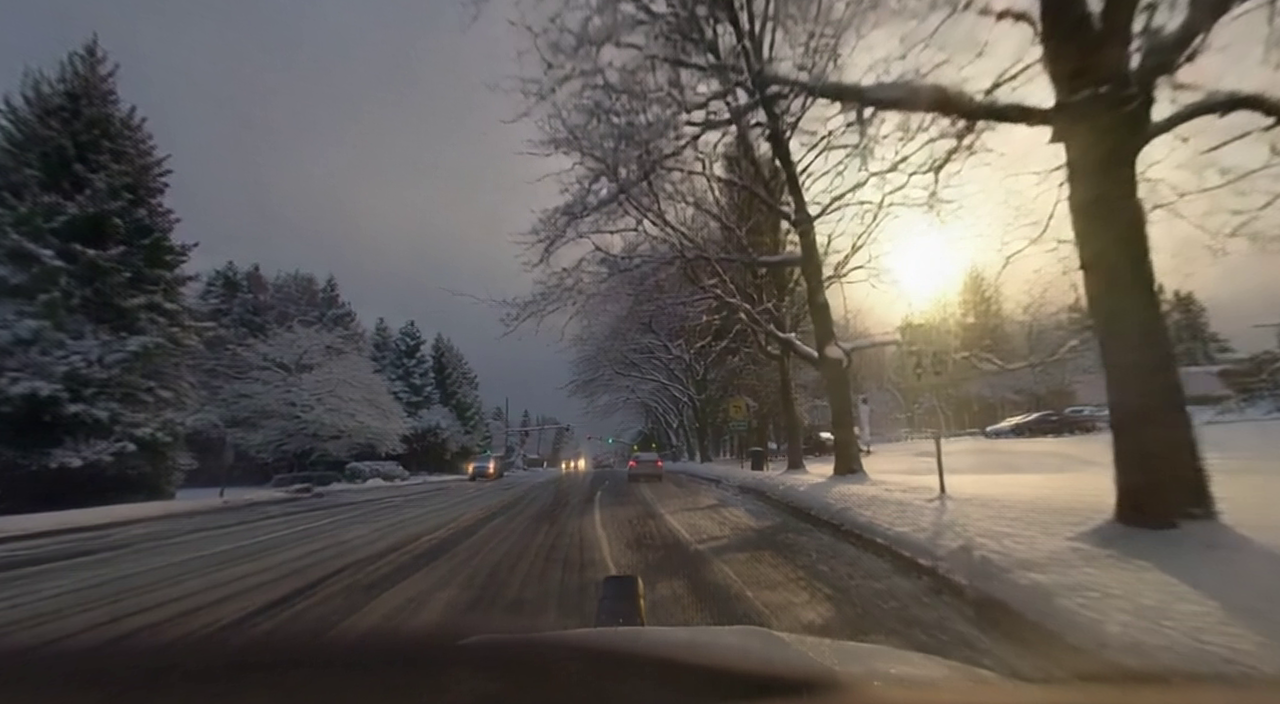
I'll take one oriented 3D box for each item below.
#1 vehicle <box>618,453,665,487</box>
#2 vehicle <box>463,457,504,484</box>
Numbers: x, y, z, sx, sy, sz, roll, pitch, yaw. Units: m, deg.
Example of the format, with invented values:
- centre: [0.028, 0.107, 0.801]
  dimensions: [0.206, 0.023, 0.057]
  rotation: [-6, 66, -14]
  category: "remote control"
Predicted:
- centre: [0.045, 5.717, 30.919]
  dimensions: [2.111, 1.466, 4.223]
  rotation: [-1, -9, -1]
  category: "vehicle"
- centre: [-11.161, 8.457, 45.353]
  dimensions: [1.969, 1.751, 4.432]
  rotation: [0, -9, -1]
  category: "vehicle"
